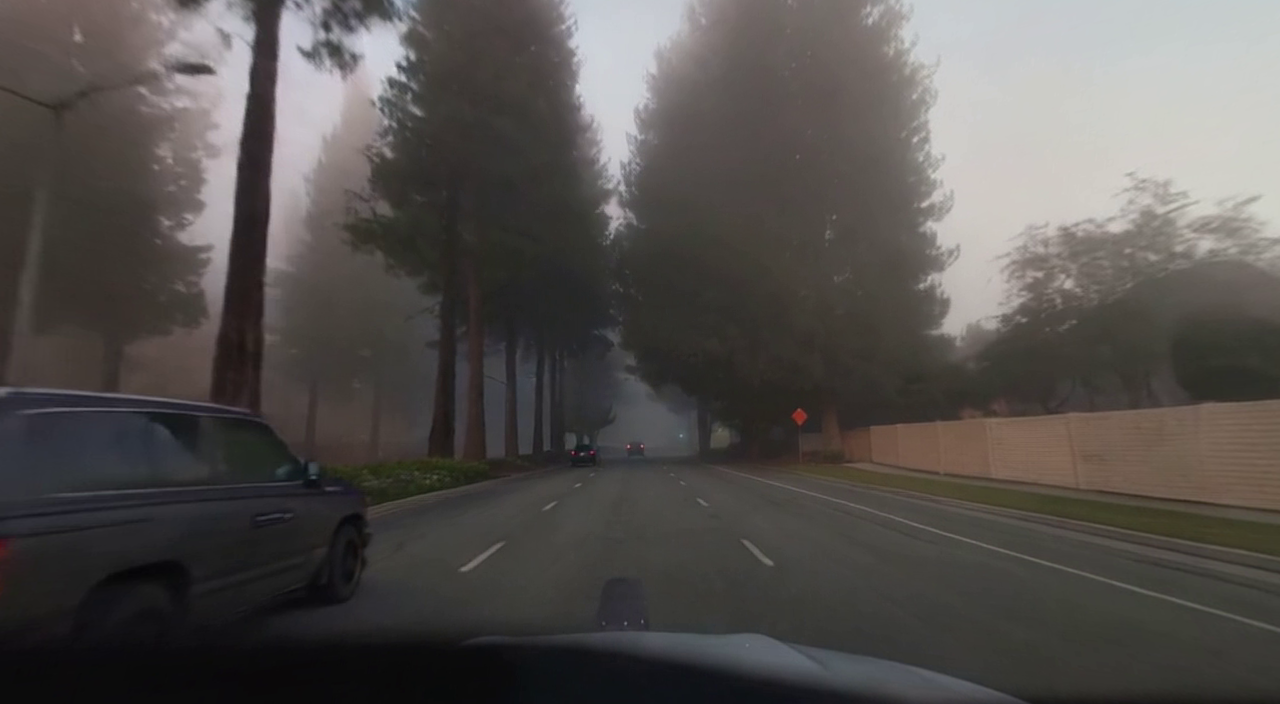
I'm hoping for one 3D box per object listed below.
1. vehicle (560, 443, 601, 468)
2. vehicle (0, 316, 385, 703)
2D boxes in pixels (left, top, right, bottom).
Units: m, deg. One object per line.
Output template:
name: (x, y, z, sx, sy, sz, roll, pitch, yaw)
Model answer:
vehicle: (-3.578, 6.314, 38.641, 2.021, 1.466, 4.330, 0, -9, 1)
vehicle: (-3.211, 0.854, 2.980, 2.058, 1.671, 4.704, 0, -9, 0)
